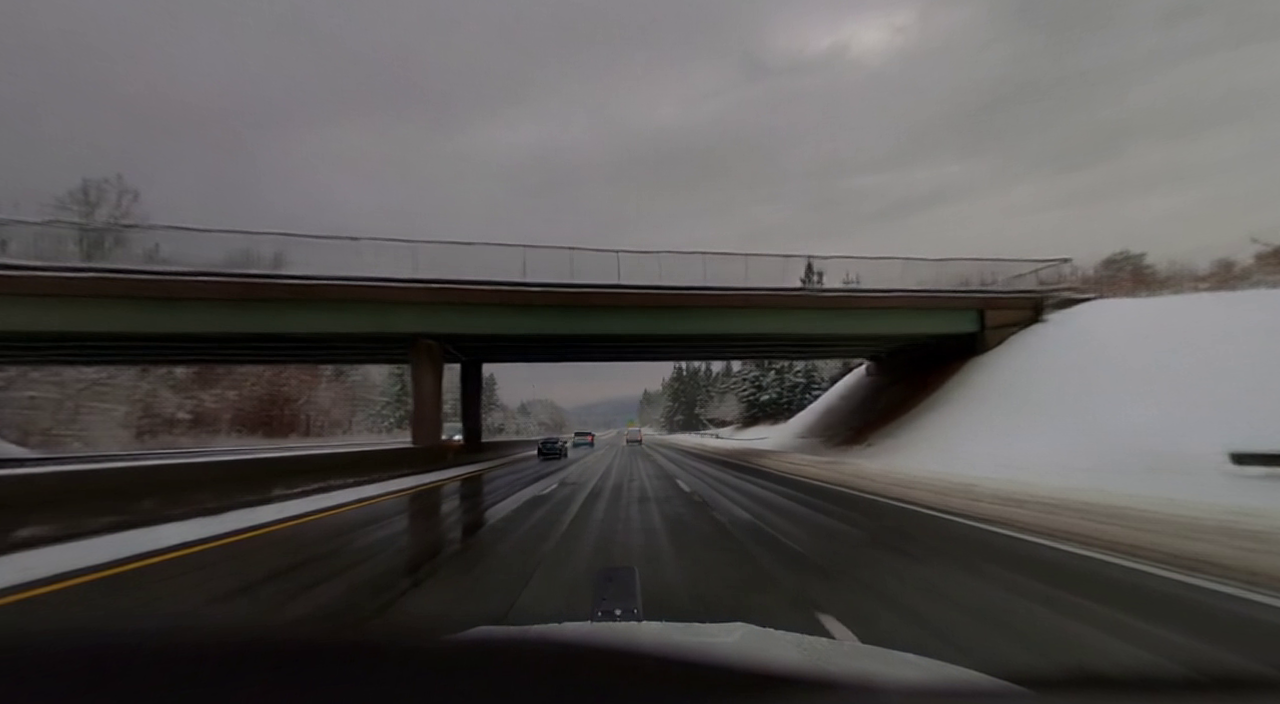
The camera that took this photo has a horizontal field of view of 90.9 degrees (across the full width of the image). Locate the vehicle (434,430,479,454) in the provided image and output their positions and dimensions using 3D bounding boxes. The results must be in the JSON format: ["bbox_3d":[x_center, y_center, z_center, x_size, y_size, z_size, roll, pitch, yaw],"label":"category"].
[{"bbox_3d":[-13.746,6.776,47.507,2.011,1.687,4.740,0,-8,0],"label":"vehicle"}]

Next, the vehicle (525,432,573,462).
[{"bbox_3d":[-4.756,5.015,33.368,1.933,1.473,4.023,0,-8,0],"label":"vehicle"}]
